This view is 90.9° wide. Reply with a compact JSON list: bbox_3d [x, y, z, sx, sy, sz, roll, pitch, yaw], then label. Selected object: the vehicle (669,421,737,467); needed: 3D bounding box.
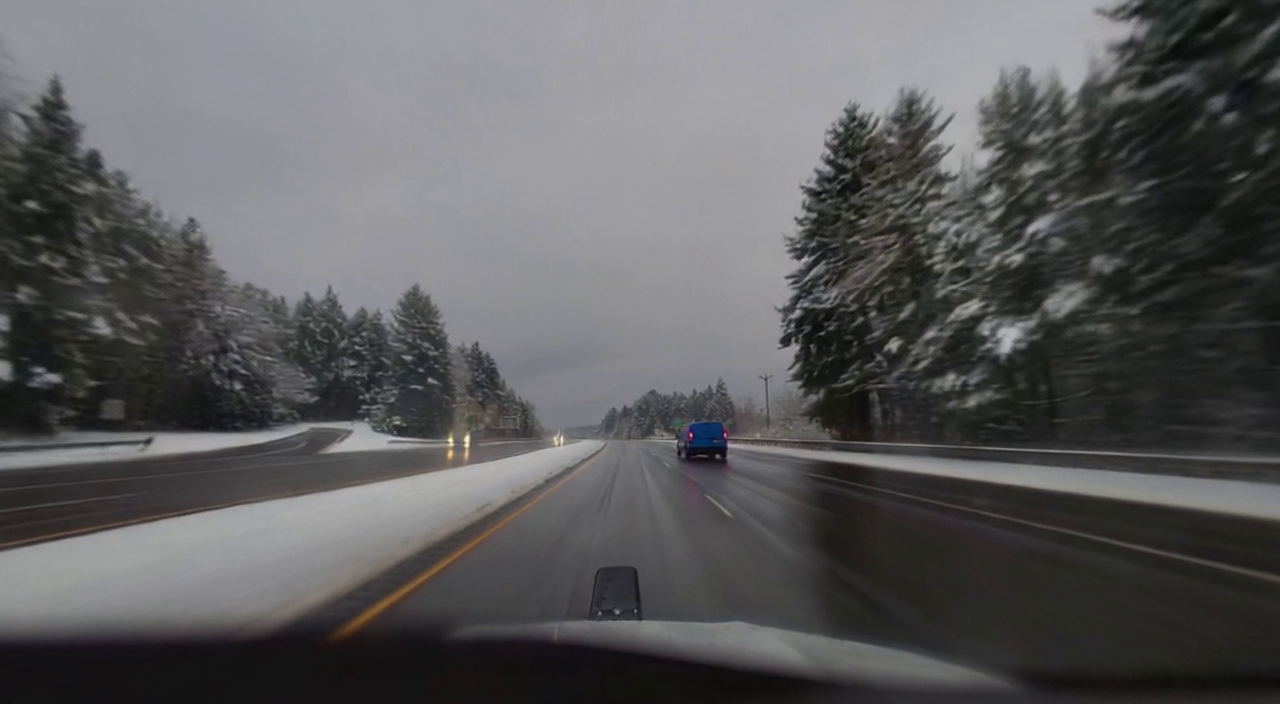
[{"bbox_3d":[2.571,3.915,27.036,2.240,1.801,4.545,0,-8,-3],"label":"vehicle"}]
